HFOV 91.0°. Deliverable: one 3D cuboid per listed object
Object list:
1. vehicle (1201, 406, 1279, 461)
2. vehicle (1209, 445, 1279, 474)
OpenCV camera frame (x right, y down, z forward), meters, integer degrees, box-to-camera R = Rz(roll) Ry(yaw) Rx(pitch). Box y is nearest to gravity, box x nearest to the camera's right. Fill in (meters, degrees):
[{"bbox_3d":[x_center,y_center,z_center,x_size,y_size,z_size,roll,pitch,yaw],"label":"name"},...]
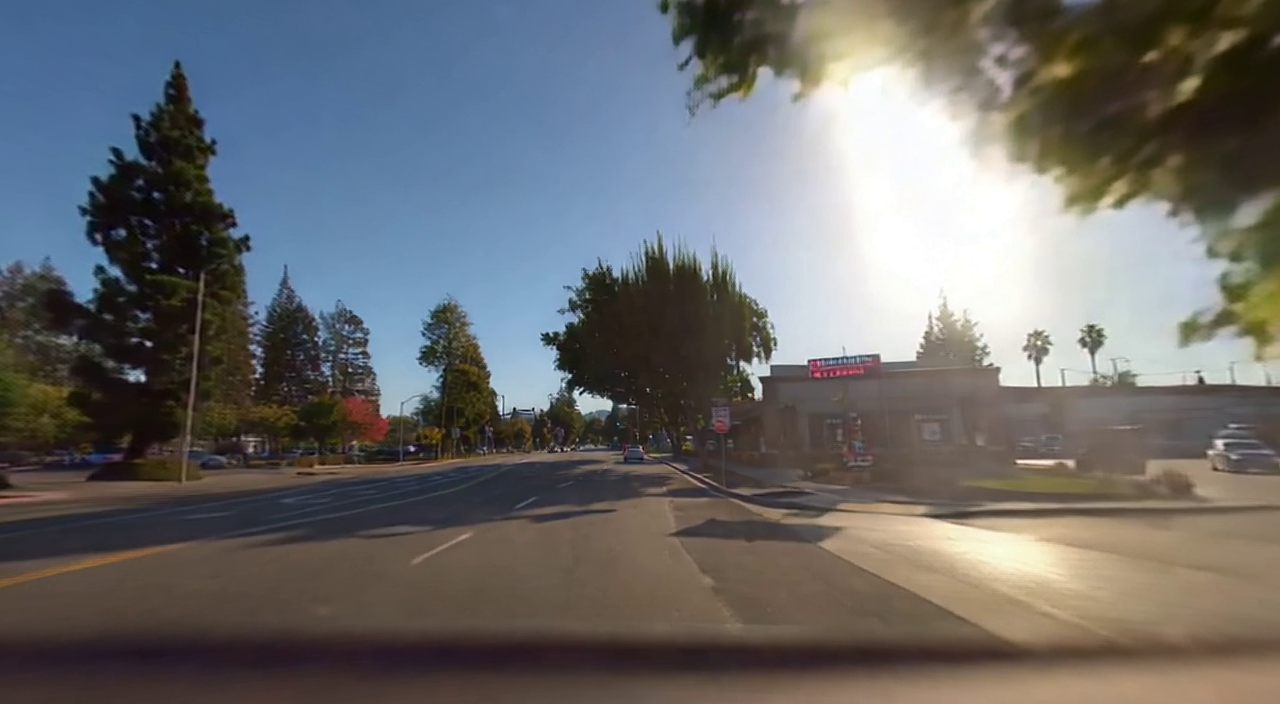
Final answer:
[{"bbox_3d":[47.497,6.168,47.009,8.056,3.948,3.075,1,-10,-2],"label":"vehicle"},{"bbox_3d":[33.282,5.776,34.021,4.411,1.457,2.013,4,-9,-24],"label":"vehicle"}]
